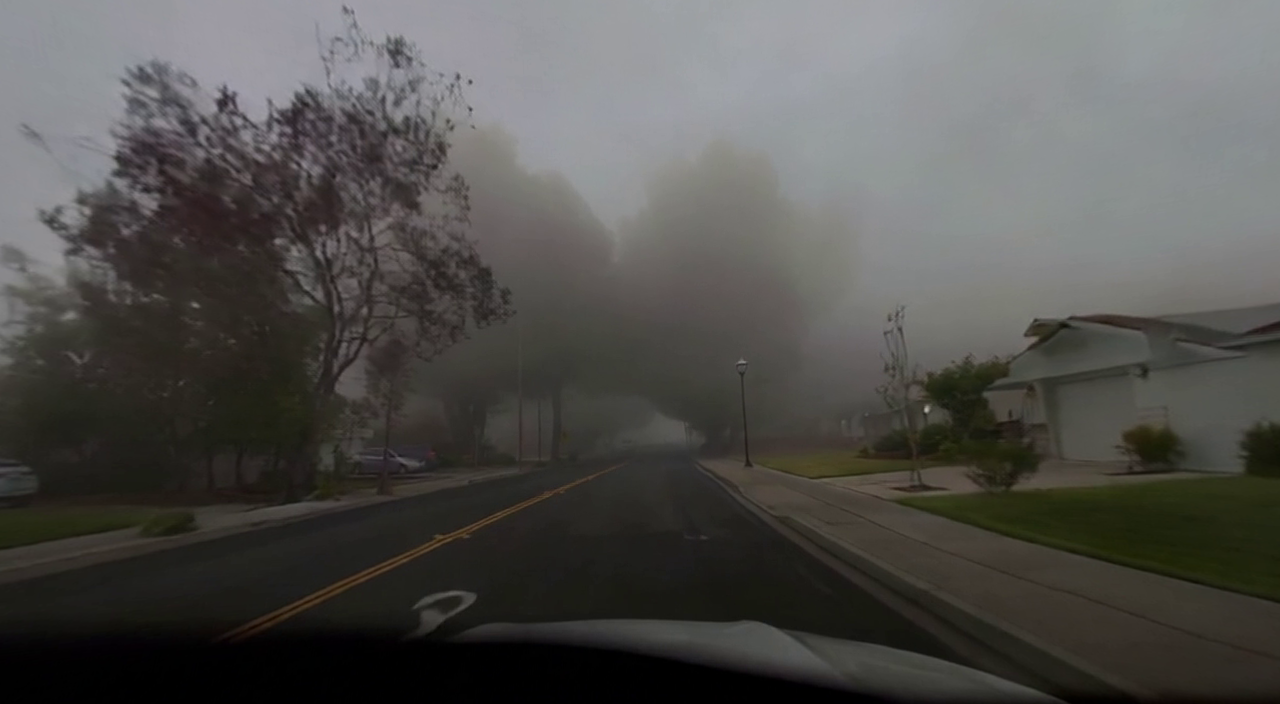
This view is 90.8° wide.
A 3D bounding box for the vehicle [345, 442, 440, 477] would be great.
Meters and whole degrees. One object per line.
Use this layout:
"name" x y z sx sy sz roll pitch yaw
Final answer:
"vehicle" -13.350 5.816 34.317 4.370 1.761 1.901 1 -9 -6
